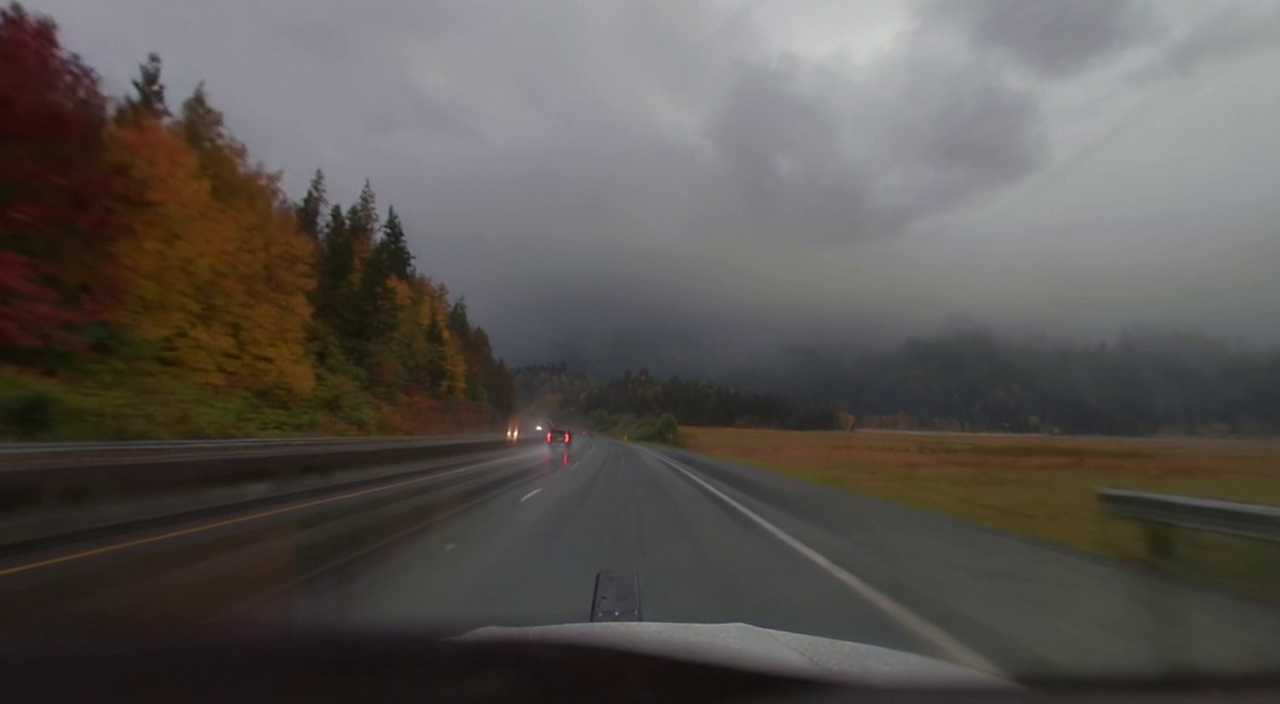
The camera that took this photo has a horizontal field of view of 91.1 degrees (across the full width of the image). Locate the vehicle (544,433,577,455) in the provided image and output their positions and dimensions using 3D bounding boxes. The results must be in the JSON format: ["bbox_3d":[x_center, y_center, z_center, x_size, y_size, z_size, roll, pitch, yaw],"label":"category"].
[{"bbox_3d":[-5.929,6.923,47.419,2.073,1.559,4.393,0,-8,-3],"label":"vehicle"}]
